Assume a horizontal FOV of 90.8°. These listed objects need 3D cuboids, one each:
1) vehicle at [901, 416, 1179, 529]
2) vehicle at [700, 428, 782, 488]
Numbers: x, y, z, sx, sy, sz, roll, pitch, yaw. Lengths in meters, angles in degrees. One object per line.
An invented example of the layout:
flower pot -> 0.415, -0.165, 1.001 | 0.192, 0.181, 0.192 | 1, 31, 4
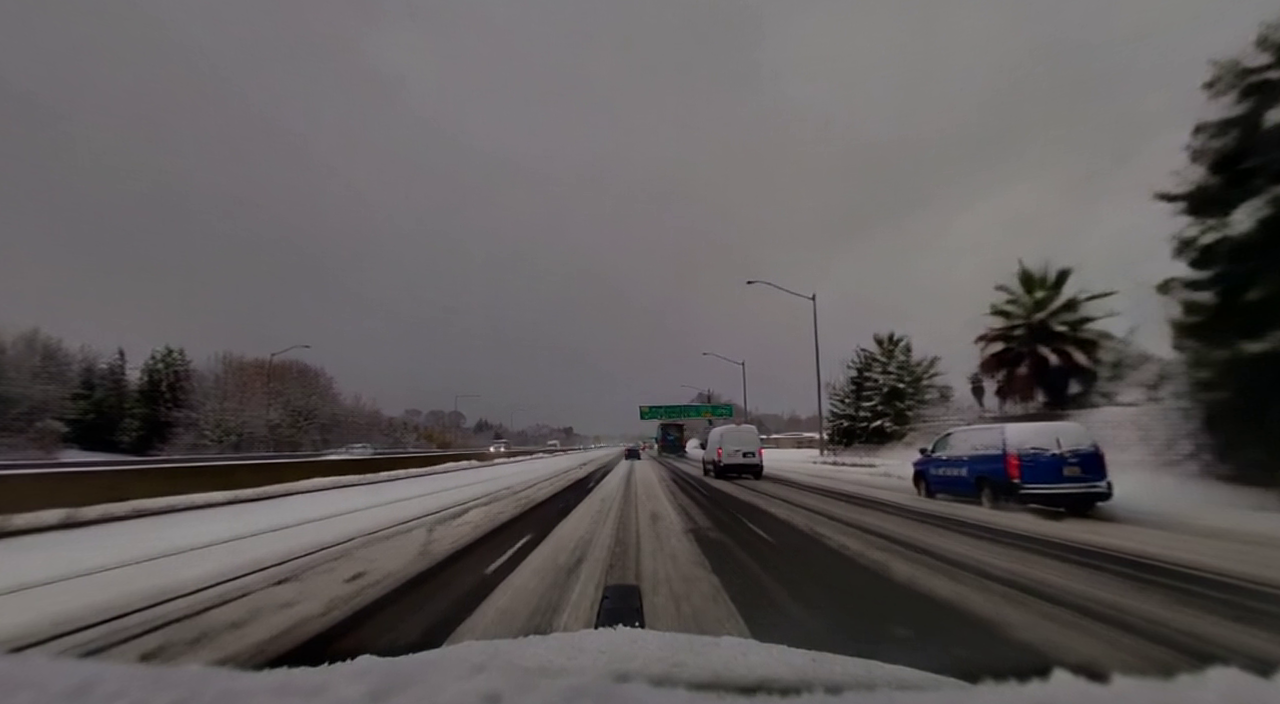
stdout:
vehicle -> 7.471, 2.310, 12.689 | 2.266, 1.799, 4.947 | 0, -9, -1
vehicle -> 3.552, 3.846, 23.213 | 2.035, 1.931, 4.841 | 0, -9, -2
